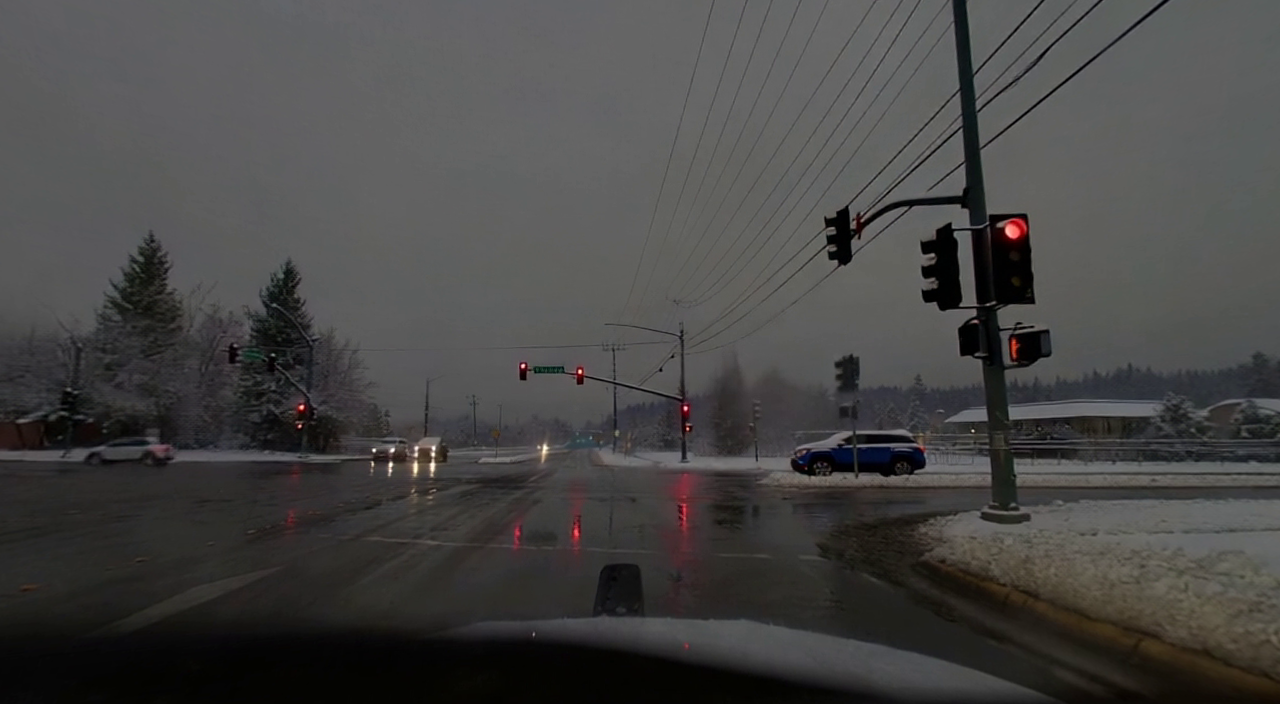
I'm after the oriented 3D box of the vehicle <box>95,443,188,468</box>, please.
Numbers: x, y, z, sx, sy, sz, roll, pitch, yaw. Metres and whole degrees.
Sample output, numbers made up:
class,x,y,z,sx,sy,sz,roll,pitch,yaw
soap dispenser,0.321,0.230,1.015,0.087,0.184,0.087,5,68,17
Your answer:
class,x,y,z,sx,sy,sz,roll,pitch,yaw
vehicle,-31.803,6.596,40.207,4.529,1.566,1.842,-1,-9,6

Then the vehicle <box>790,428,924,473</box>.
class,x,y,z,sx,sy,sz,roll,pitch,yaw
vehicle,8.703,4.017,25.731,4.884,1.714,2.021,-2,-9,12
